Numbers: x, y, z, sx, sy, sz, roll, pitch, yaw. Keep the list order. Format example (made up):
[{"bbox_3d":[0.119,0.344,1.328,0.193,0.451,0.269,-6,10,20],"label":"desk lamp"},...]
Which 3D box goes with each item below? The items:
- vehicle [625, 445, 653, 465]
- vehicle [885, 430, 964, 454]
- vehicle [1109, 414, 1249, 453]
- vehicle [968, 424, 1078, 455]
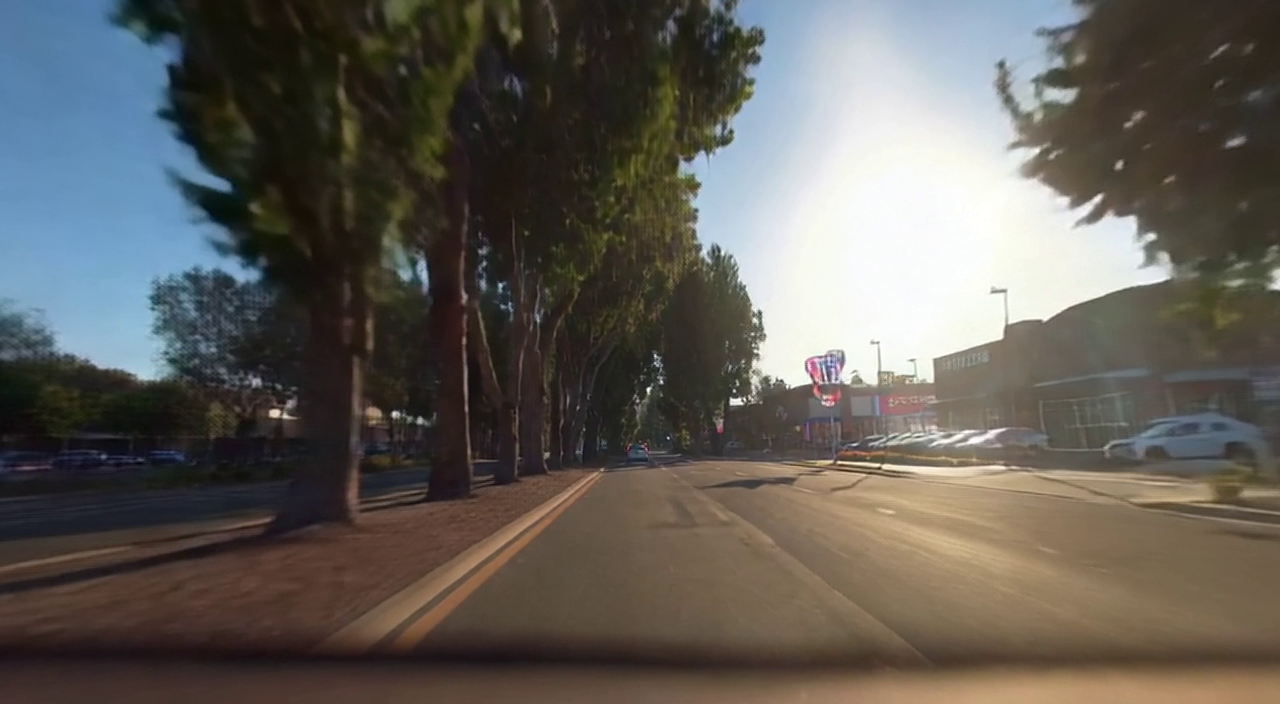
[{"bbox_3d":[-0.140,8.078,49.855,2.159,1.461,4.142,0,-8,-1],"label":"vehicle"},{"bbox_3d":[20.245,6.436,45.160,4.586,1.668,2.113,-1,-9,5],"label":"vehicle"},{"bbox_3d":[25.617,3.966,30.370,1.921,1.678,5.257,0,-8,-2],"label":"vehicle"},{"bbox_3d":[20.940,4.813,34.677,4.682,1.630,1.972,-1,-8,2],"label":"vehicle"}]
